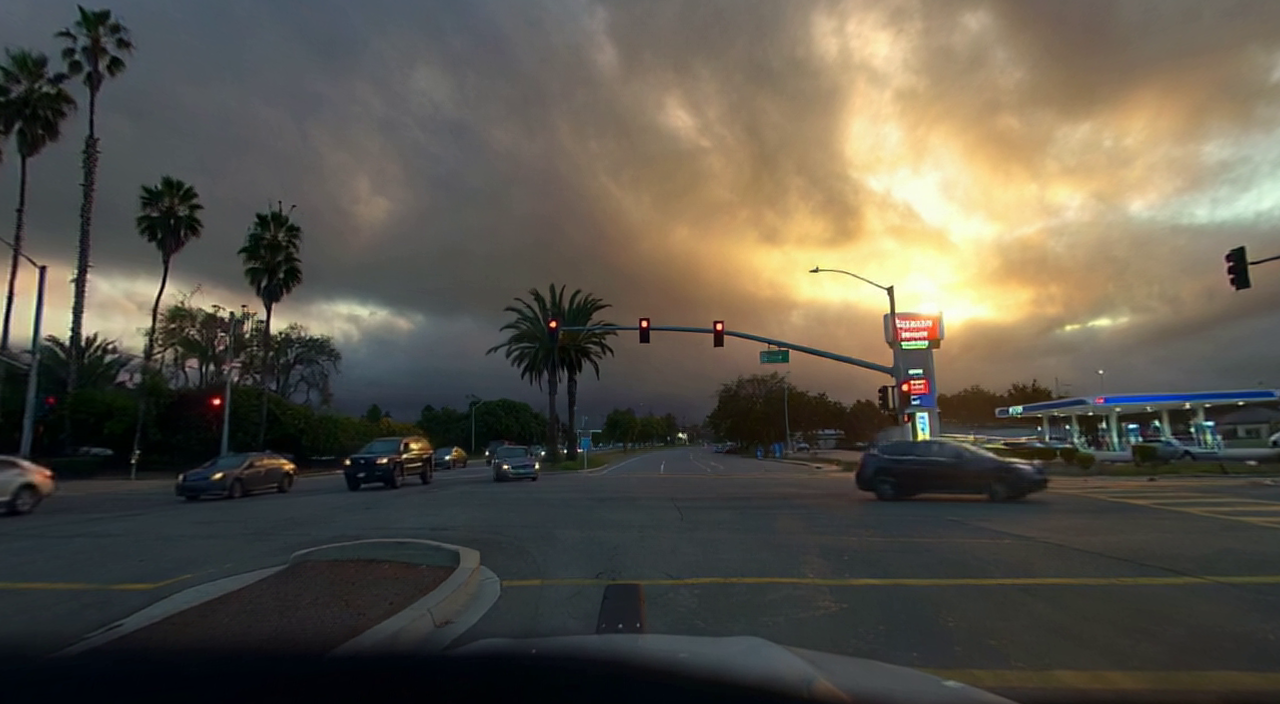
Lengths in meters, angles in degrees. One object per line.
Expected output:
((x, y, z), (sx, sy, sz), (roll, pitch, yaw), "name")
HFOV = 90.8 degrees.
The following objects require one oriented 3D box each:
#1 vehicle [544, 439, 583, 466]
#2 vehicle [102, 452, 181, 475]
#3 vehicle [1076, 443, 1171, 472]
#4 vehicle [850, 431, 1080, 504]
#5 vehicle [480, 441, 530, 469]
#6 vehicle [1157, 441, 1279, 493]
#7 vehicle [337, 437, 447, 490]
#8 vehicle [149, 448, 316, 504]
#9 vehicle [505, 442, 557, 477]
((-5.215, 6.903, 43.566), (1.929, 1.719, 4.892), (0, -9, 1), "vehicle")
((-35.257, 7.868, 44.832), (1.886, 1.523, 4.581), (0, -9, -1), "vehicle")
((24.246, 5.300, 31.746), (3.474, 1.376, 1.538), (0, -9, -2), "vehicle")
((8.109, 2.929, 16.382), (4.938, 1.651, 2.138), (-3, -9, 19), "vehicle")
((-8.564, 6.567, 40.440), (2.124, 1.701, 4.551), (0, -9, 1), "vehicle")
((18.724, 3.401, 18.830), (5.015, 1.446, 1.862), (0, -9, -3), "vehicle")
((-8.557, 3.878, 22.273), (2.156, 1.662, 4.186), (0, -9, -1), "vehicle")
((-11.844, 3.602, 18.830), (1.966, 1.455, 4.493), (0, -9, 0), "vehicle")
((-5.025, 5.014, 29.753), (1.983, 1.464, 4.579), (1, -9, -4), "vehicle")
